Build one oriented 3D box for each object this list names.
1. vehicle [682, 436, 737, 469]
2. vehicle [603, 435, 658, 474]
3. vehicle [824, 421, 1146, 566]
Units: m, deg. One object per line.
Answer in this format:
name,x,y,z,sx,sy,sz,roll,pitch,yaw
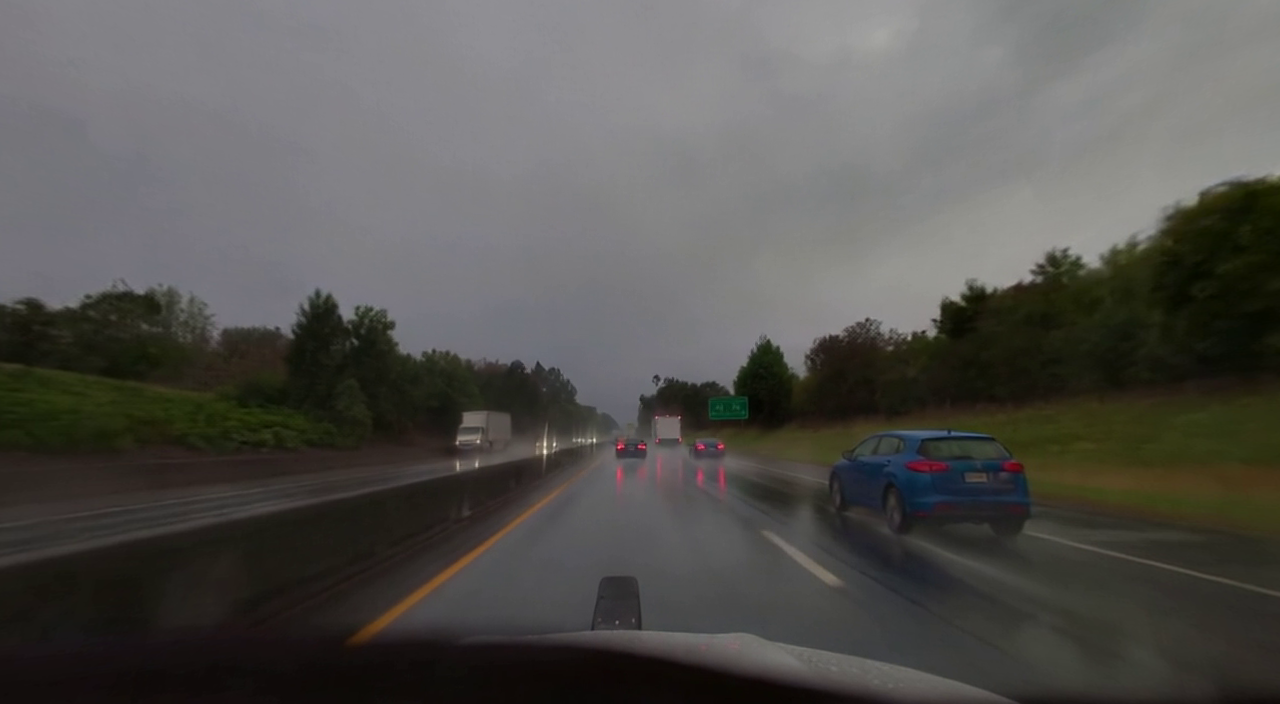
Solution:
vehicle,3.307,4.835,30.806,2.004,1.469,4.472,0,-8,-2
vehicle,-0.412,4.238,26.386,2.143,1.466,3.693,0,-7,-2
vehicle,4.333,1.795,8.919,2.066,1.526,4.216,0,-8,-2
